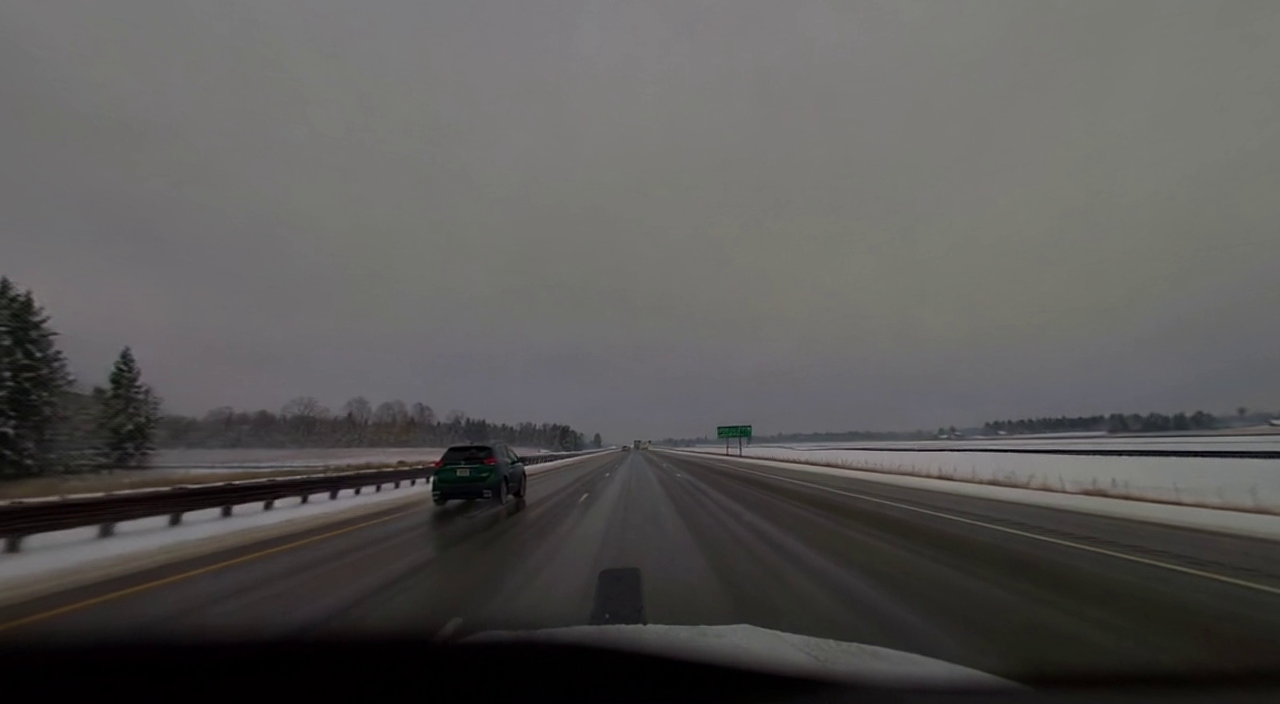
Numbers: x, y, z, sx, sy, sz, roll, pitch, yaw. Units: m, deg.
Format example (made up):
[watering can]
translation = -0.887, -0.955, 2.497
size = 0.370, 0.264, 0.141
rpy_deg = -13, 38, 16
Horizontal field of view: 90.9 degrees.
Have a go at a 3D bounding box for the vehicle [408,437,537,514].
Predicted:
[vehicle]
translation = -3.659, 2.764, 14.549
size = 1.815, 1.500, 4.036
rpy_deg = 0, -9, 0
